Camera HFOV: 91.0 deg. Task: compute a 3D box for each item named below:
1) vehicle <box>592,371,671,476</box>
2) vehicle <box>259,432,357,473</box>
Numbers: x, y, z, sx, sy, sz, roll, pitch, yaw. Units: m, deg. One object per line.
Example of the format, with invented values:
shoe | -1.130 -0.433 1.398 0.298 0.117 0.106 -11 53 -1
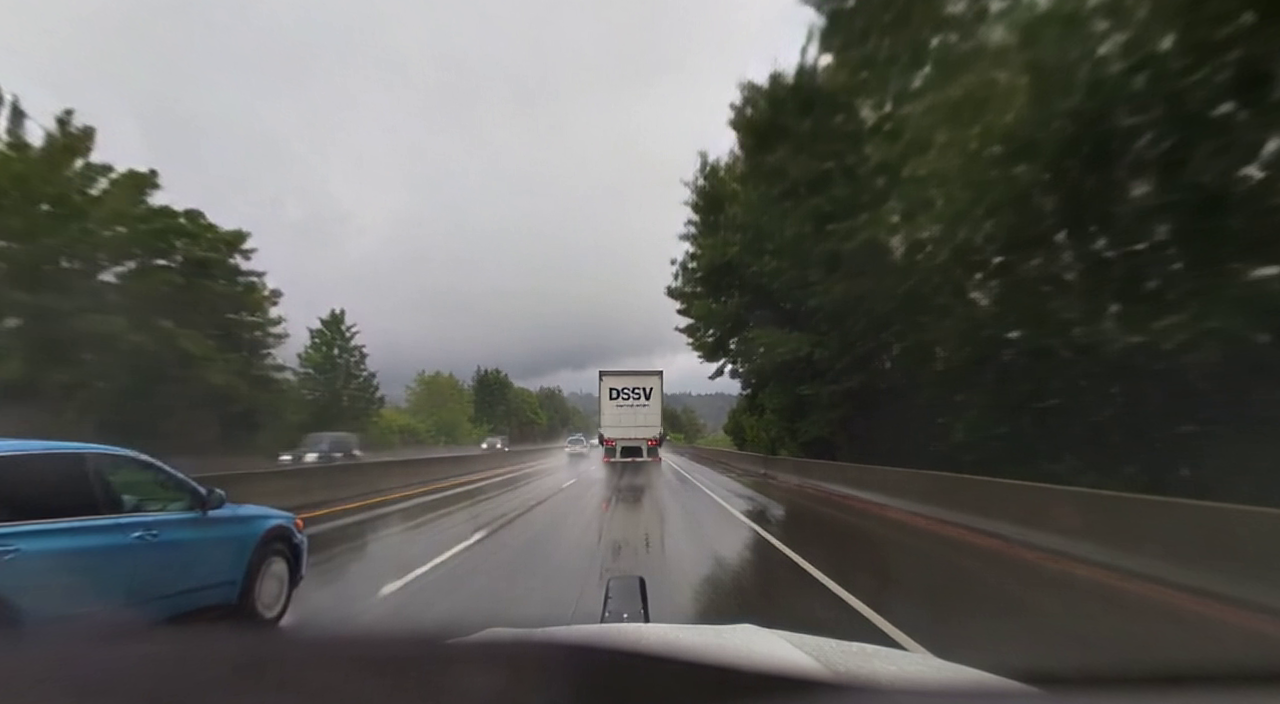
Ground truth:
vehicle | -0.438 3.381 28.844 2.969 3.957 10.270 0 -8 -1
vehicle | -13.554 4.111 26.021 1.790 1.518 4.111 0 -8 0
